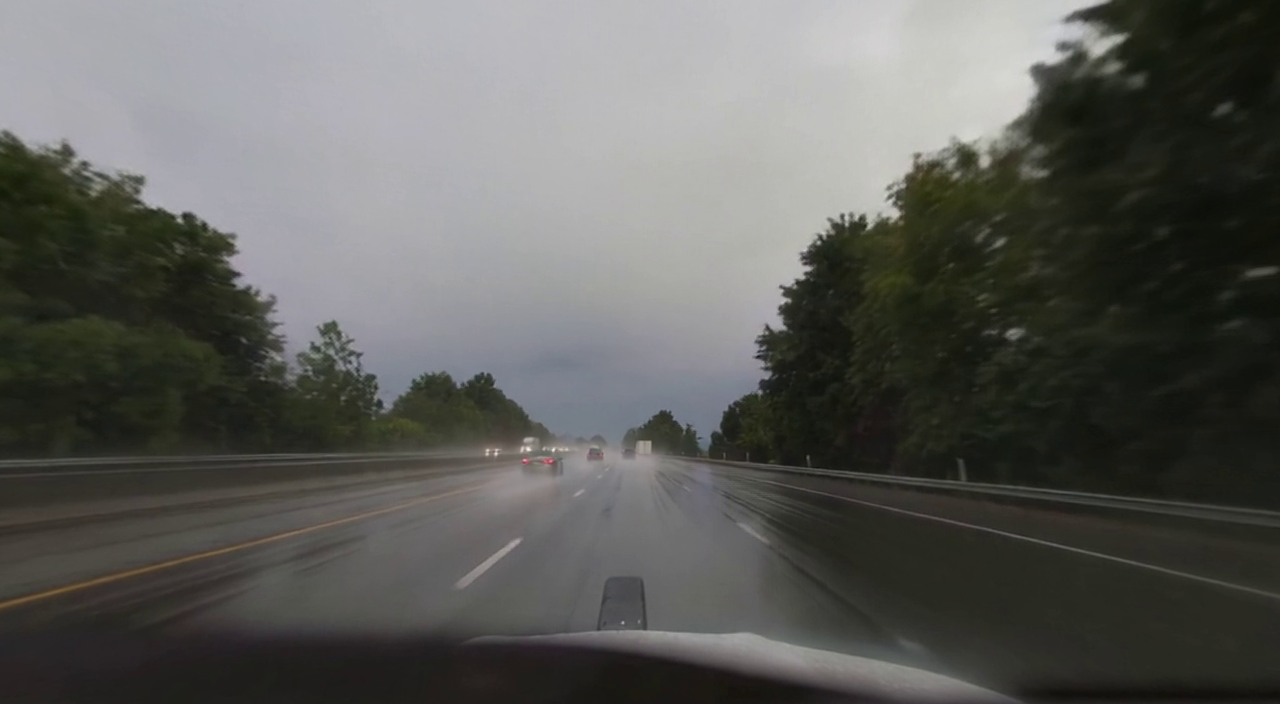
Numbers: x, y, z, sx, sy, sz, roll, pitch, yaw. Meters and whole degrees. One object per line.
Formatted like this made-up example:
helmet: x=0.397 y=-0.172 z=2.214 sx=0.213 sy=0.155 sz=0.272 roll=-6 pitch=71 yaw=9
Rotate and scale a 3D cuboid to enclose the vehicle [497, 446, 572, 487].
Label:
vehicle: x=-4.074 y=4.504 z=25.150 sx=2.169 sy=1.473 sz=4.631 roll=0 pitch=-9 yaw=0
